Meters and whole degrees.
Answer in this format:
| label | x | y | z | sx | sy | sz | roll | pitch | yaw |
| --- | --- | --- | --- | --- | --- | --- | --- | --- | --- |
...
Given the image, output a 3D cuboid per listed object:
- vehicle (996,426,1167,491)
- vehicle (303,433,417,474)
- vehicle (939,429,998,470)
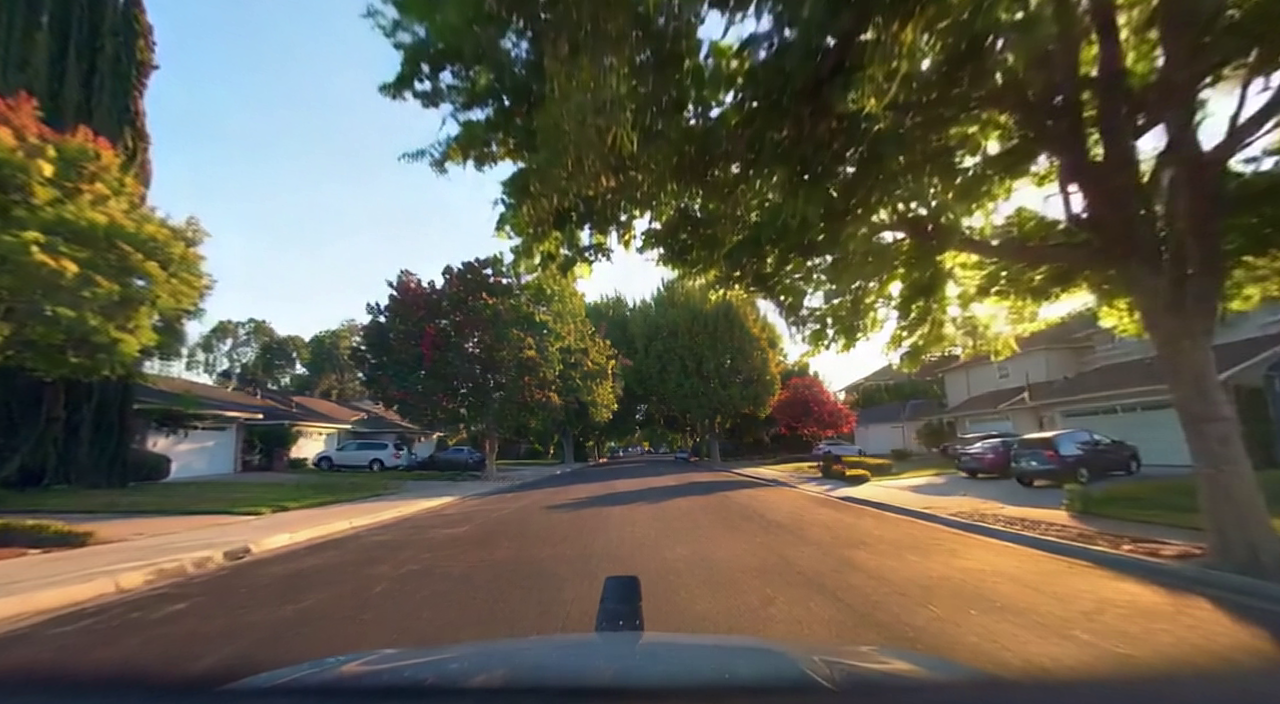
| label | x | y | z | sx | sy | sz | roll | pitch | yaw |
| --- | --- | --- | --- | --- | --- | --- | --- | --- | --- |
| vehicle | 13.271 | 3.157 | 18.903 | 4.708 | 1.727 | 2.076 | 4 | -10 | -26 |
| vehicle | -15.035 | 5.448 | 34.145 | 2.575 | 2.031 | 5.155 | -4 | -9 | 23 |
| vehicle | 16.588 | 4.957 | 32.030 | 2.288 | 1.880 | 4.939 | -4 | -10 | 24 |
